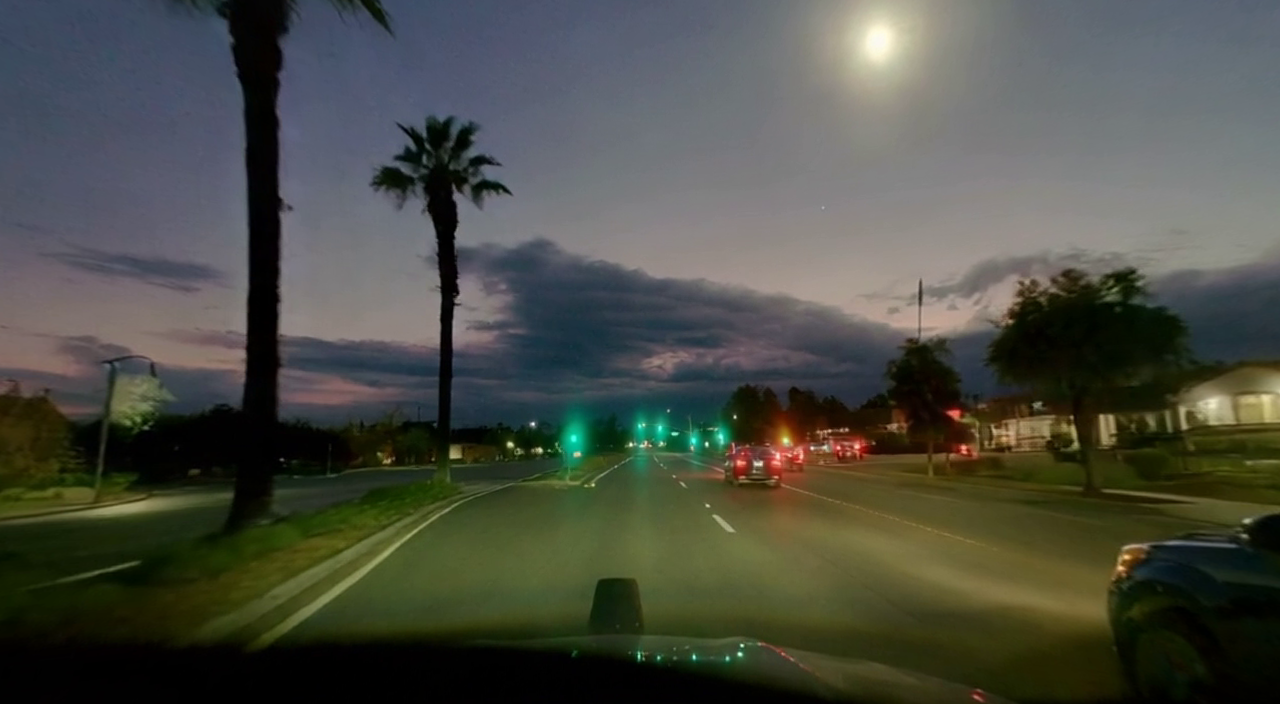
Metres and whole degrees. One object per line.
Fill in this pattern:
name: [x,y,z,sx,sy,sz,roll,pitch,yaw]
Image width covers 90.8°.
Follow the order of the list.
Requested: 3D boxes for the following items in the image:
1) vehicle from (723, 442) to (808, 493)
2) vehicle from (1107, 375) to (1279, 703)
vehicle: [4.038,3.813,21.211,1.989,1.492,4.689,0,-9,1]
vehicle: [3.196,0.602,0.458,2.065,1.539,4.727,0,-9,0]
